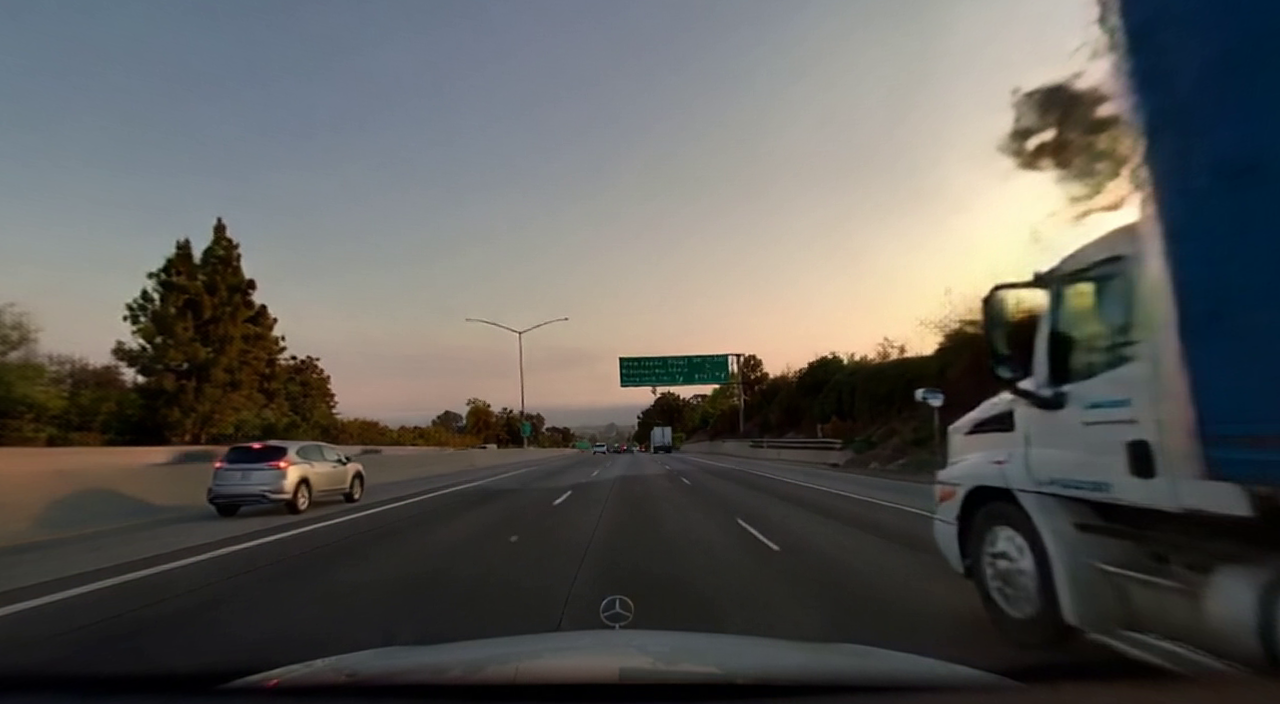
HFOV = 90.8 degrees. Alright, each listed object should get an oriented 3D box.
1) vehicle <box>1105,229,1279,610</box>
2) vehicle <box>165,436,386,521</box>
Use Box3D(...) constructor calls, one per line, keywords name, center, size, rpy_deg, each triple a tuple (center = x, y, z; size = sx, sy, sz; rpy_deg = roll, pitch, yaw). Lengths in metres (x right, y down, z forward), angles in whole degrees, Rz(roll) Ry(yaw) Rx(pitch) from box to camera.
Box3D(name="vehicle", center=(6.153, 0.225, 2.944), size=(2.530, 2.821, 6.720), rpy_deg=(0, -9, -3))
Box3D(name="vehicle", center=(-7.384, 2.584, 13.493), size=(2.033, 1.494, 4.508), rpy_deg=(0, -9, 0))
